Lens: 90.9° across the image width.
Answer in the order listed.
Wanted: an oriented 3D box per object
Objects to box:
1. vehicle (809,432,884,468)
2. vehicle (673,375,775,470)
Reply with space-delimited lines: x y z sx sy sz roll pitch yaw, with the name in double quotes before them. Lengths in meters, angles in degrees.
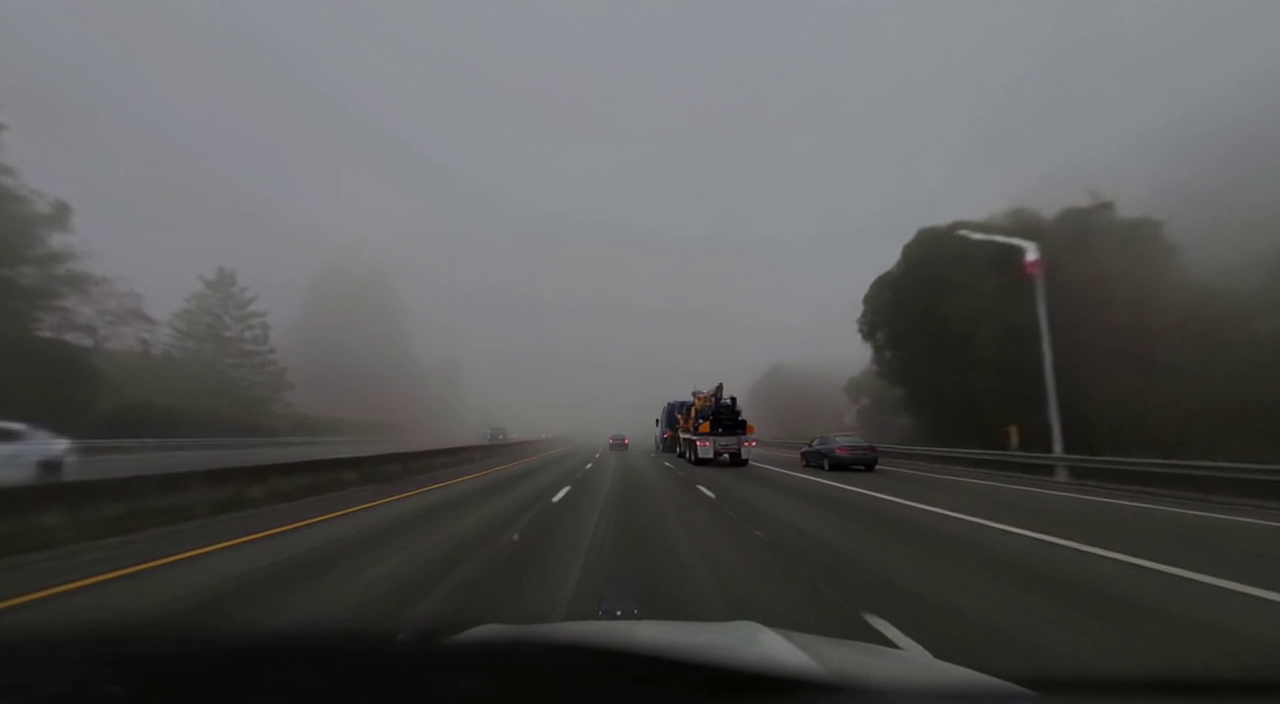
"vehicle" 9.067 4.328 28.090 1.820 1.469 4.257 0 -8 -1
"vehicle" 3.583 3.448 29.949 2.912 3.738 10.123 0 -8 -3
